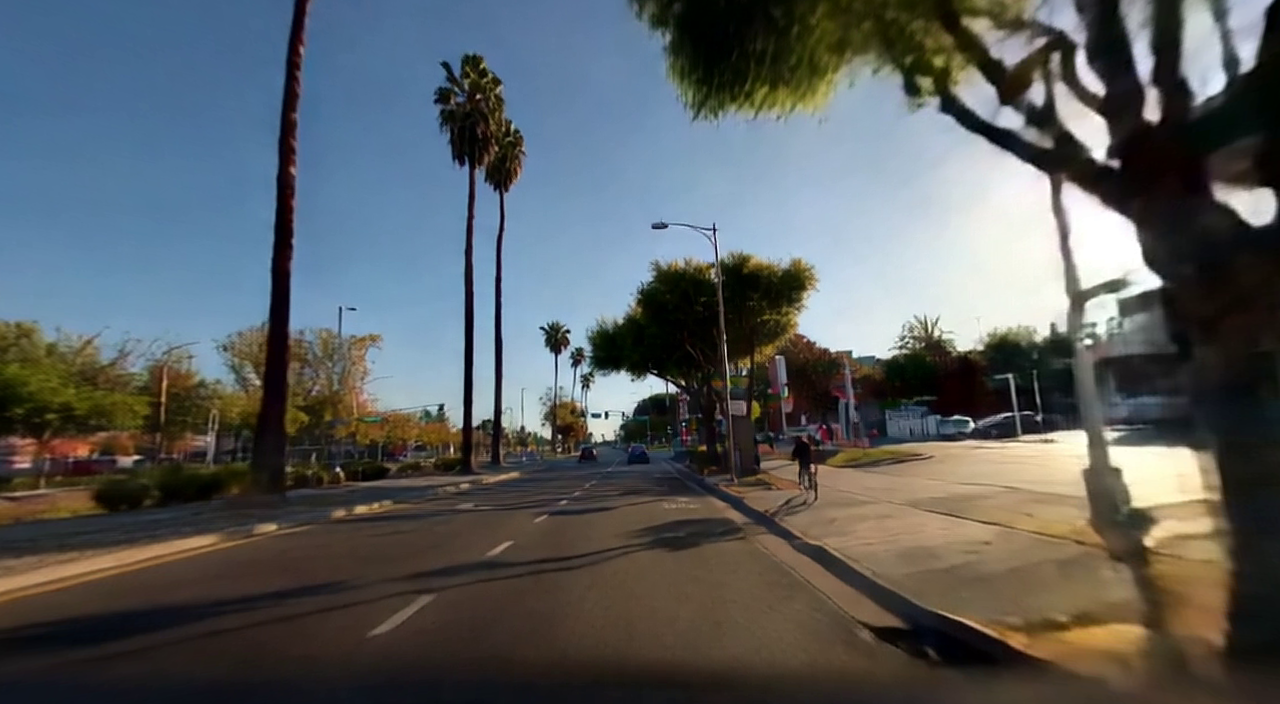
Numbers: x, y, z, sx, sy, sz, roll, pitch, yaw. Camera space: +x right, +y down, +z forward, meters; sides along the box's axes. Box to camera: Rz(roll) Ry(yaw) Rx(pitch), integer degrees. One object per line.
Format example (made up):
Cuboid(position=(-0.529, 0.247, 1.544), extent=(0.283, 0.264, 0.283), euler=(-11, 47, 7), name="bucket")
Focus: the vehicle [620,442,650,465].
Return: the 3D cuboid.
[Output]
Cuboid(position=(-0.314, 7.281, 45.362), extent=(2.050, 1.509, 4.148), euler=(1, -8, 0), name="vehicle")
